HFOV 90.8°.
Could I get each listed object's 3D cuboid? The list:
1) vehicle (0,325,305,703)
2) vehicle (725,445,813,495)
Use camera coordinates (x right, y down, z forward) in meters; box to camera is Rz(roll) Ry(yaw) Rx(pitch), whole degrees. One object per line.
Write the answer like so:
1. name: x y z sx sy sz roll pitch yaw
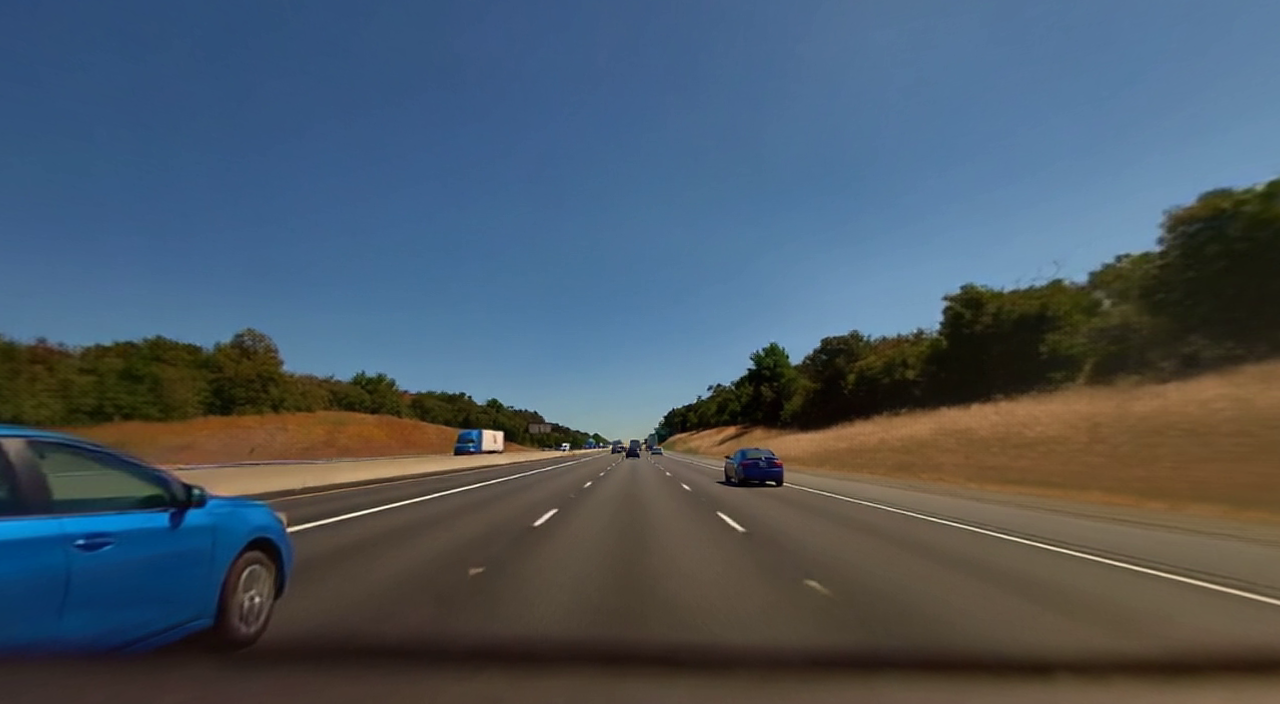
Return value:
1. vehicle: -3.137 0.699 1.455 2.277 1.695 4.475 0 -9 -1
2. vehicle: 4.106 3.816 20.758 1.967 1.472 3.751 0 -9 -2
